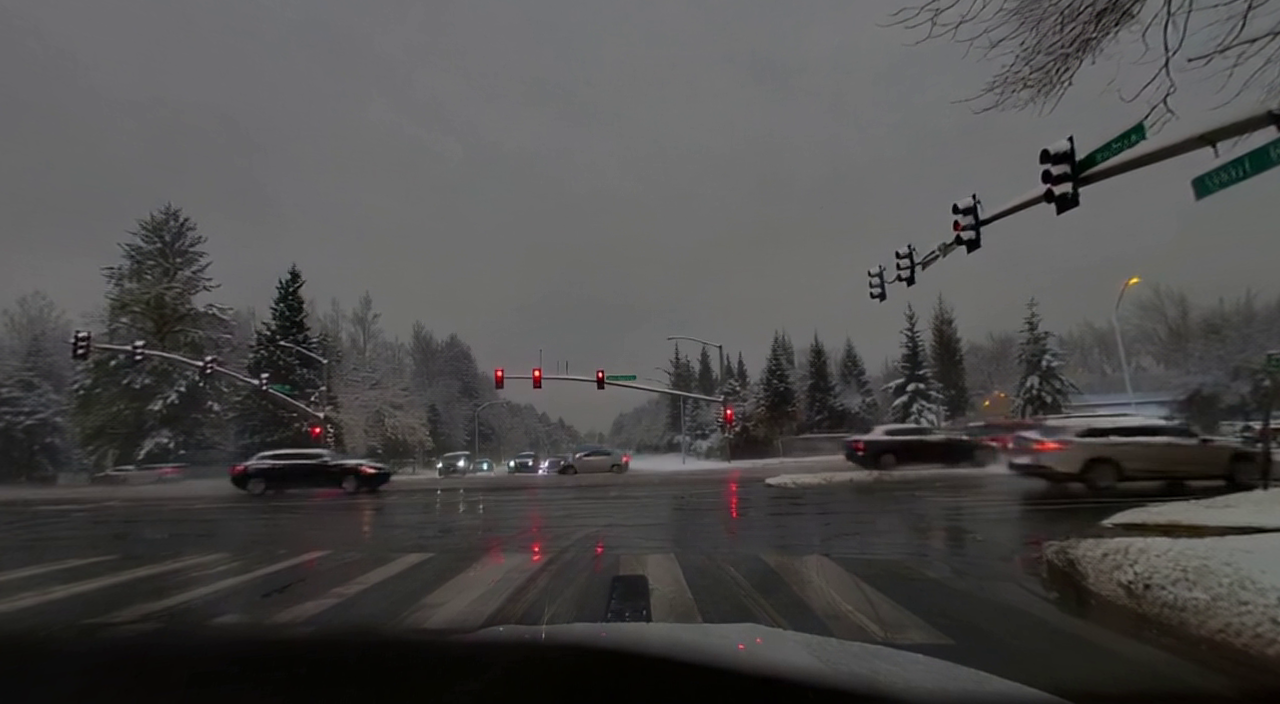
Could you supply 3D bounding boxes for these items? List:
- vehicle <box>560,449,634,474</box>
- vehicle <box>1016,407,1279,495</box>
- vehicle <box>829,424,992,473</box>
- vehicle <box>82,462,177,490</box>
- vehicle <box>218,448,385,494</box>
[{"bbox_3d":[-2.683,6.873,39.722,4.377,1.491,1.734,-1,-9,6],"label":"vehicle"},{"bbox_3d":[10.226,1.887,12.018,4.808,1.517,1.806,-1,-9,6],"label":"vehicle"},{"bbox_3d":[8.480,3.077,20.120,4.360,1.460,1.834,-1,-9,6],"label":"vehicle"},{"bbox_3d":[-31.357,7.590,38.762,4.397,1.582,1.820,-1,-9,6],"label":"vehicle"},{"bbox_3d":[-11.408,4.013,21.416,4.650,1.448,1.892,-1,-9,7],"label":"vehicle"}]
